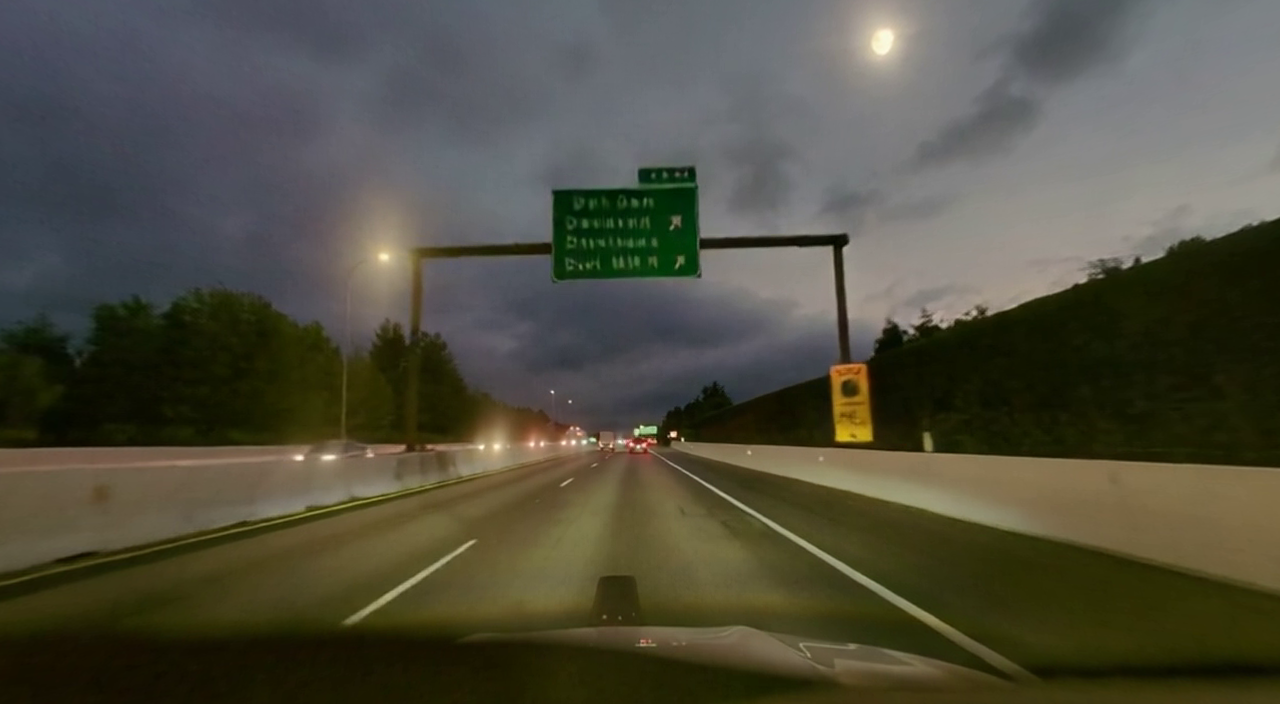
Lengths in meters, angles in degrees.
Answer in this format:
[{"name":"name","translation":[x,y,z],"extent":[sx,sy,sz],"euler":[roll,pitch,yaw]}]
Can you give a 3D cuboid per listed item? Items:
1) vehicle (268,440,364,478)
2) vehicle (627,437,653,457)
[{"name":"vehicle","translation":[-14.617,4.810,28.744],"extent":[1.903,1.549,4.611],"euler":[0,-8,0]},{"name":"vehicle","translation":[-0.009,7.483,49.739],"extent":[2.030,1.523,4.114],"euler":[0,-8,0]}]
